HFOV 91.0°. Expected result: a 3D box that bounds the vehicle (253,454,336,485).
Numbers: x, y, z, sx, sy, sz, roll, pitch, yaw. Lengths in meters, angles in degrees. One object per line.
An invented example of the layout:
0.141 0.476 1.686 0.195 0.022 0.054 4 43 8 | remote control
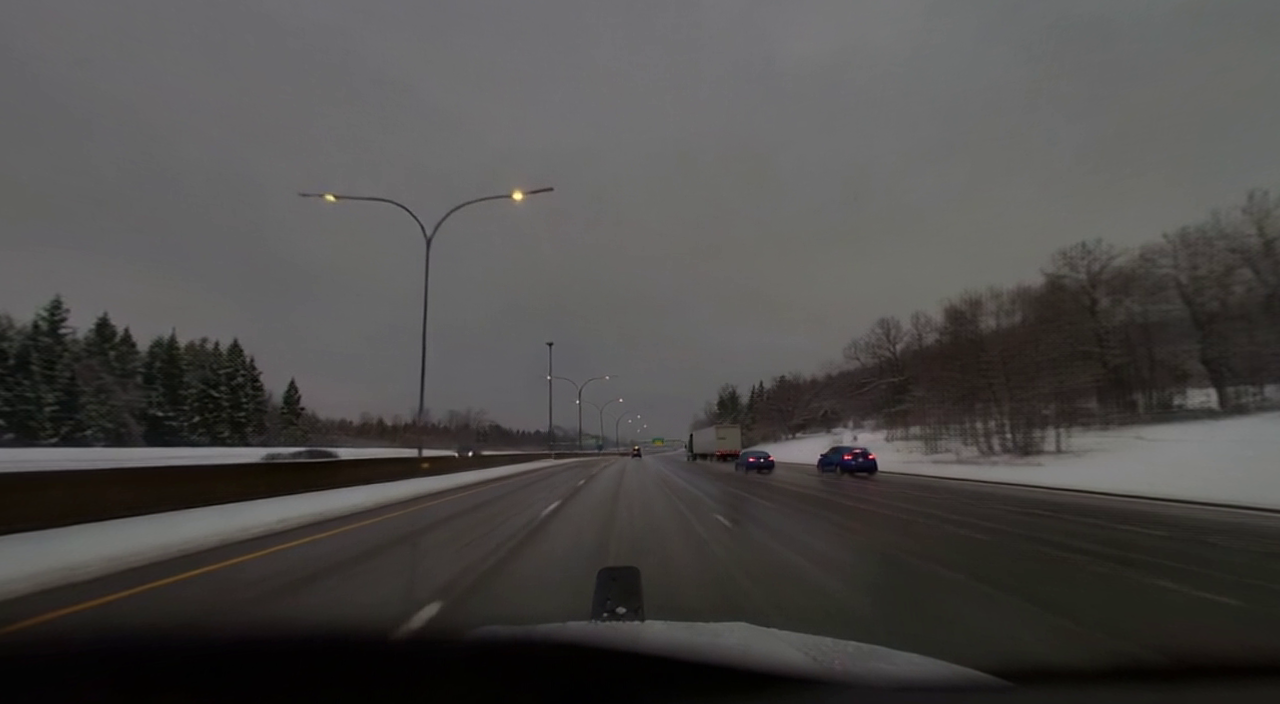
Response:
-17.929 6.096 32.910 1.885 1.491 4.302 0 -9 0 | vehicle

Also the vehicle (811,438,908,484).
10.055 5.062 29.491 2.387 1.936 5.646 0 -9 -1 | vehicle

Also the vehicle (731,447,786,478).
6.397 6.000 34.418 2.053 1.553 4.463 0 -9 -1 | vehicle
